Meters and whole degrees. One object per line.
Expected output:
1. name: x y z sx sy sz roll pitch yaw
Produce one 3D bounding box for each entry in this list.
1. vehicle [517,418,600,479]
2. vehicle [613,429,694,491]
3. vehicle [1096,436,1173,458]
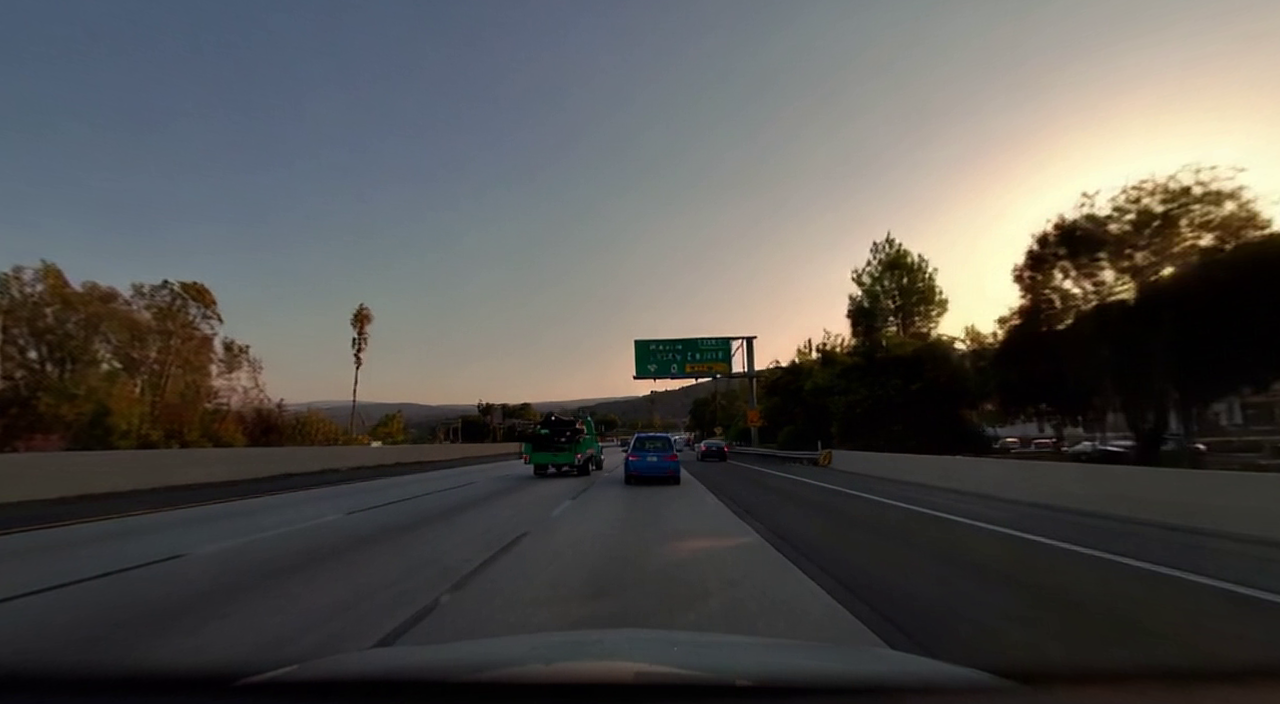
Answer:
1. vehicle: -3.094 3.860 25.268 2.526 2.146 5.594 0 -8 0
2. vehicle: 0.381 3.230 19.186 2.165 1.653 4.456 0 -8 0
3. vehicle: 38.194 7.335 48.619 1.919 1.563 4.399 2 -8 -11
